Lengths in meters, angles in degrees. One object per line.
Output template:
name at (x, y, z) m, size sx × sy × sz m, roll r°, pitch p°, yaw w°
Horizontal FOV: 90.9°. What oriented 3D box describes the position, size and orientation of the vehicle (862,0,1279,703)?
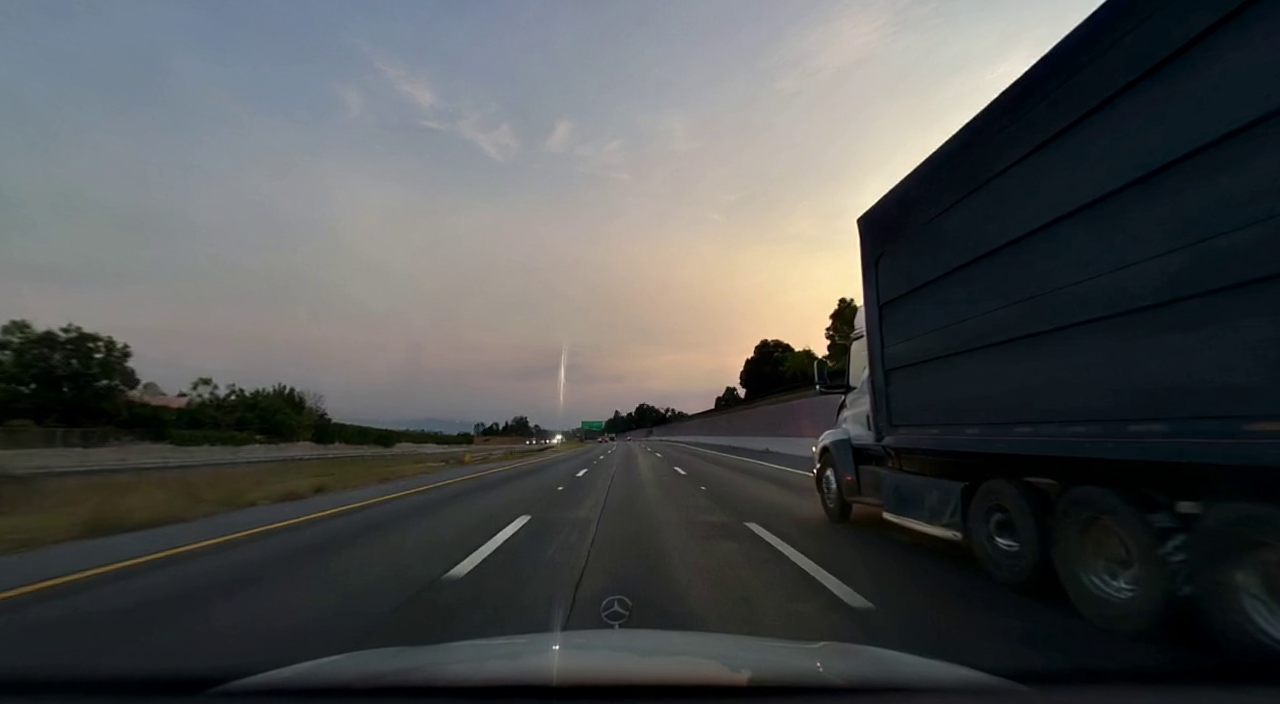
vehicle at (4.449, -0.302, 2.164) m, size 2.996 × 3.849 × 11.108 m, roll 0°, pitch -8°, yaw -2°
